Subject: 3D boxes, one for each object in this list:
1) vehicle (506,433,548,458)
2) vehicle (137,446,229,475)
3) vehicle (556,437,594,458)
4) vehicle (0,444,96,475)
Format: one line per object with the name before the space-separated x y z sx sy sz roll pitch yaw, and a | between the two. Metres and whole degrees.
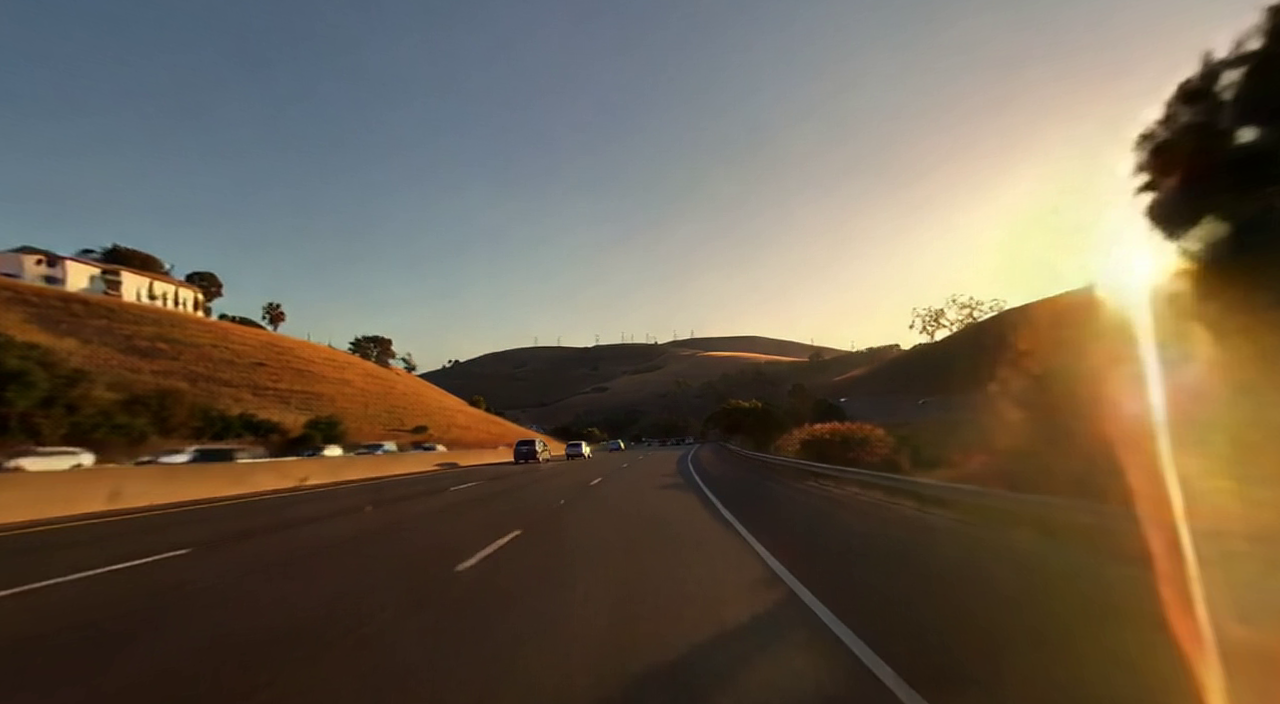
vehicle | -8.563 7.137 47.894 2.063 1.743 4.392 0 -8 5
vehicle | -24.156 5.710 33.347 1.822 1.428 3.779 -1 -8 5
vehicle | -4.912 7.306 48.097 2.010 1.489 4.456 0 -8 5
vehicle | -33.577 5.933 34.890 1.944 1.574 4.976 -1 -8 6
